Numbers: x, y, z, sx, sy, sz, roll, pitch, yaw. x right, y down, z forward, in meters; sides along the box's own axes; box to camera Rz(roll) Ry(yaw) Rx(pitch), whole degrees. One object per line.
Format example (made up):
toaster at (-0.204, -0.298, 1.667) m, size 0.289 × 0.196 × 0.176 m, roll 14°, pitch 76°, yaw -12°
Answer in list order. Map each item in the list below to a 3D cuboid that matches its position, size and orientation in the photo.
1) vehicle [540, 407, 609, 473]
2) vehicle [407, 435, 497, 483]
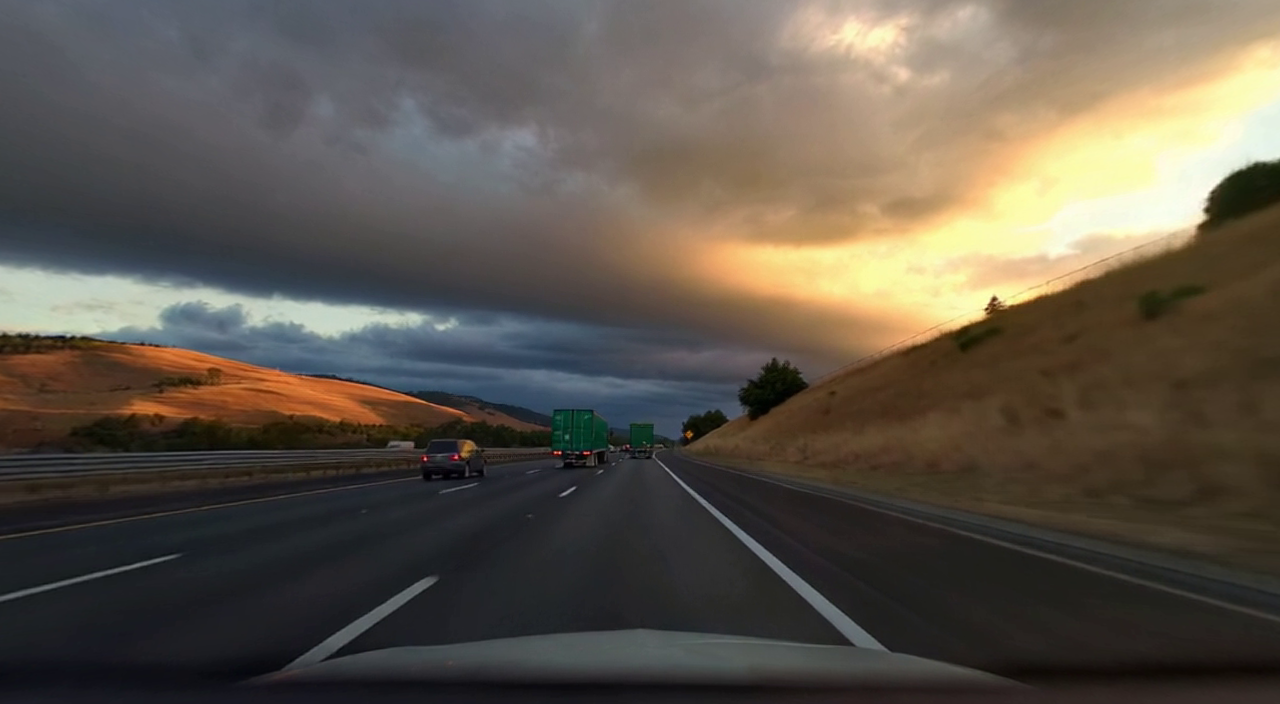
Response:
vehicle at (-3.561, 5.213, 36.987) m, size 2.789 × 3.271 × 10.894 m, roll 0°, pitch -9°, yaw 0°
vehicle at (-7.460, 4.296, 25.579) m, size 2.125 × 1.725 × 4.715 m, roll 0°, pitch -9°, yaw 1°
